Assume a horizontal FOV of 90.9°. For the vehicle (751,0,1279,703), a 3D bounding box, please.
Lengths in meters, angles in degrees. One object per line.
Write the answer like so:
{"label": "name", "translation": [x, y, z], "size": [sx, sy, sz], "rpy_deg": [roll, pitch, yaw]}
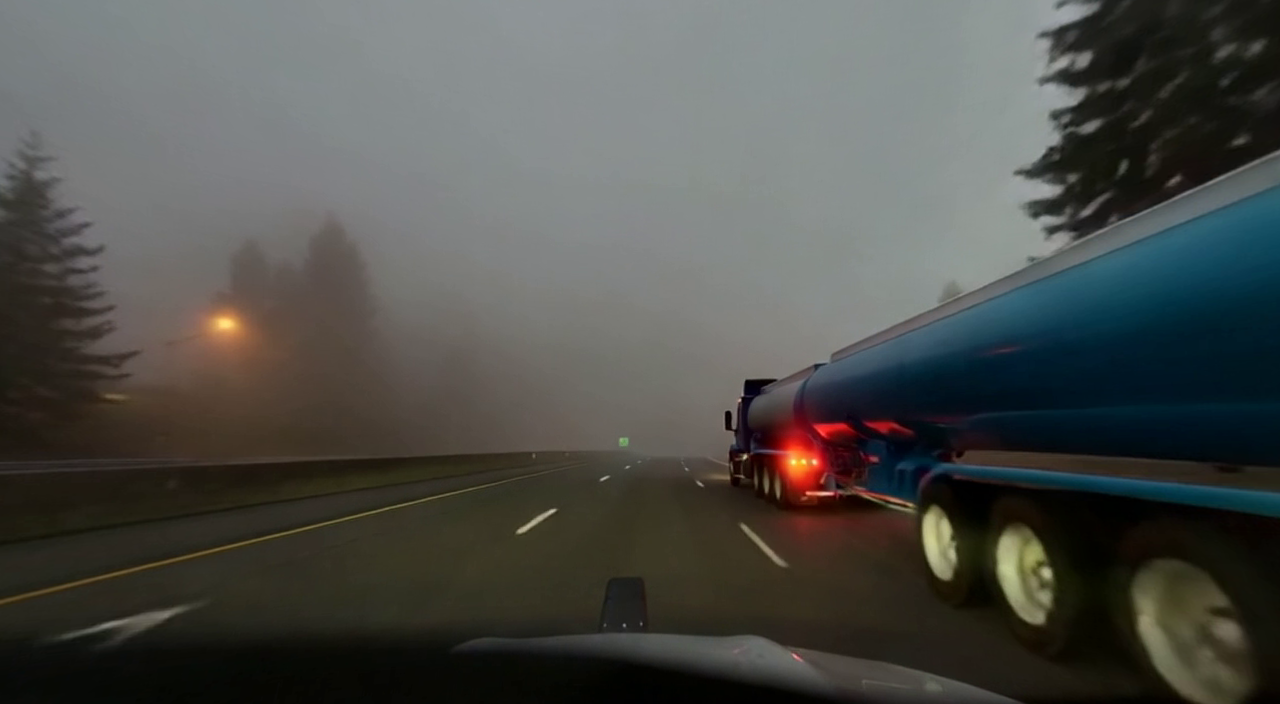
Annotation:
{"label": "vehicle", "translation": [4.145, 0.890, 8.237], "size": [2.880, 3.624, 14.397], "rpy_deg": [-1, -8, 0]}
